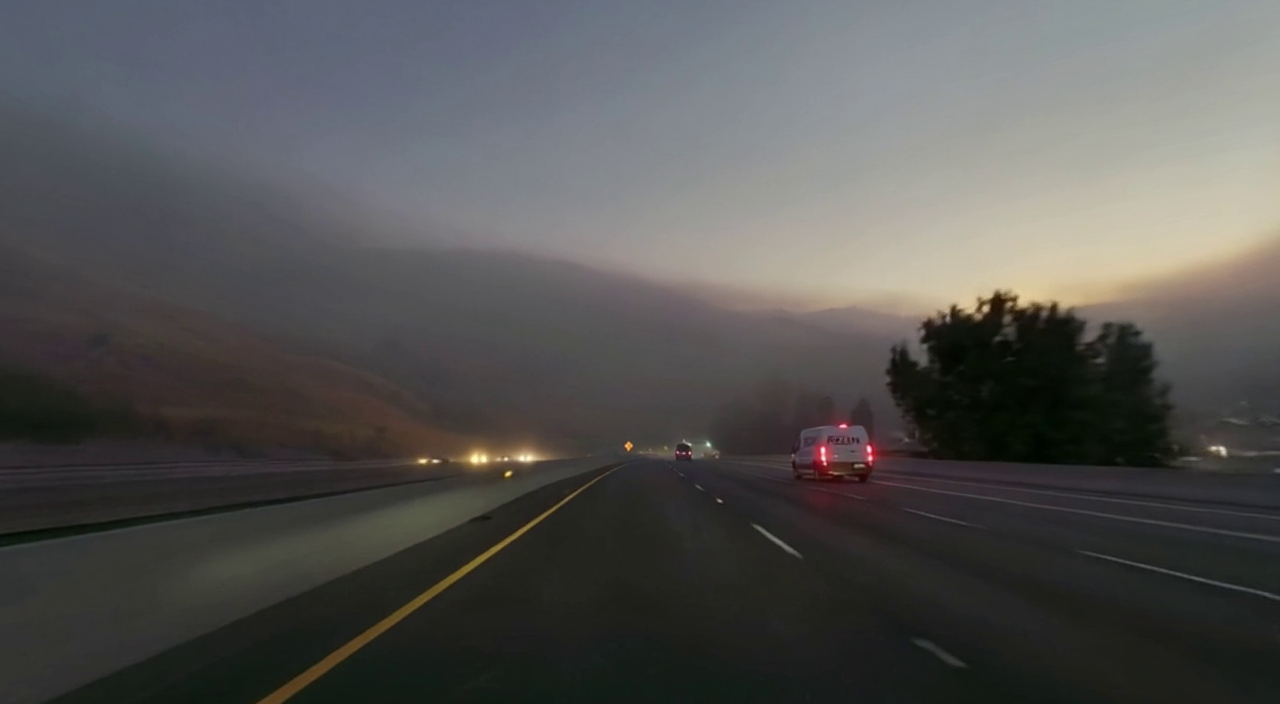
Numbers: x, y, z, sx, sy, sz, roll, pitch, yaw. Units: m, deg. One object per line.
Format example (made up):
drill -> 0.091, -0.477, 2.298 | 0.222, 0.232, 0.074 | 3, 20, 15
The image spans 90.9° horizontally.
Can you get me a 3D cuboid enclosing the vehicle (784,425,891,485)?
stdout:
vehicle -> 7.434, 3.940, 24.502 | 2.275, 2.059, 5.543 | 0, -8, -1
